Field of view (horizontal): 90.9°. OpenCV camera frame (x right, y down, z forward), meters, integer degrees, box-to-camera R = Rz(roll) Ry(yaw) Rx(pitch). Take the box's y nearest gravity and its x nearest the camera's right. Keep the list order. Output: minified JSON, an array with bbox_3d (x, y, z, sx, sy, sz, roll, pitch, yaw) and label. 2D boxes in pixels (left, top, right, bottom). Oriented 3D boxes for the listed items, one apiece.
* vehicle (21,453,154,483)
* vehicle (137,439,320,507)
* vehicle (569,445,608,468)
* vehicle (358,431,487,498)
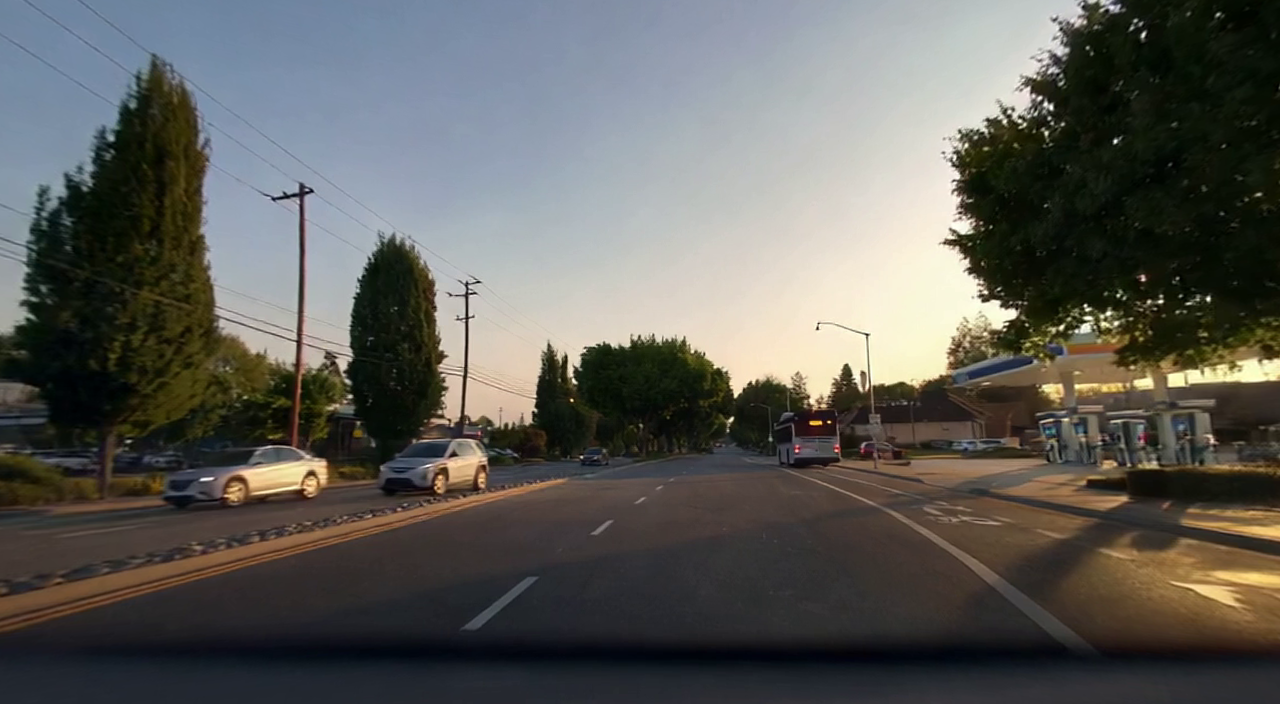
[{"bbox_3d":[-29.890,6.267,34.394,1.799,1.467,5.374,-3,-9,12],"label":"vehicle"},{"bbox_3d":[-12.042,3.512,18.921,1.977,1.744,4.513,-1,-8,8],"label":"vehicle"},{"bbox_3d":[-3.462,7.084,42.873,1.900,1.481,4.317,-1,-8,5],"label":"vehicle"},{"bbox_3d":[-6.212,3.253,18.616,1.982,1.722,4.070,-1,-8,7],"label":"vehicle"}]
